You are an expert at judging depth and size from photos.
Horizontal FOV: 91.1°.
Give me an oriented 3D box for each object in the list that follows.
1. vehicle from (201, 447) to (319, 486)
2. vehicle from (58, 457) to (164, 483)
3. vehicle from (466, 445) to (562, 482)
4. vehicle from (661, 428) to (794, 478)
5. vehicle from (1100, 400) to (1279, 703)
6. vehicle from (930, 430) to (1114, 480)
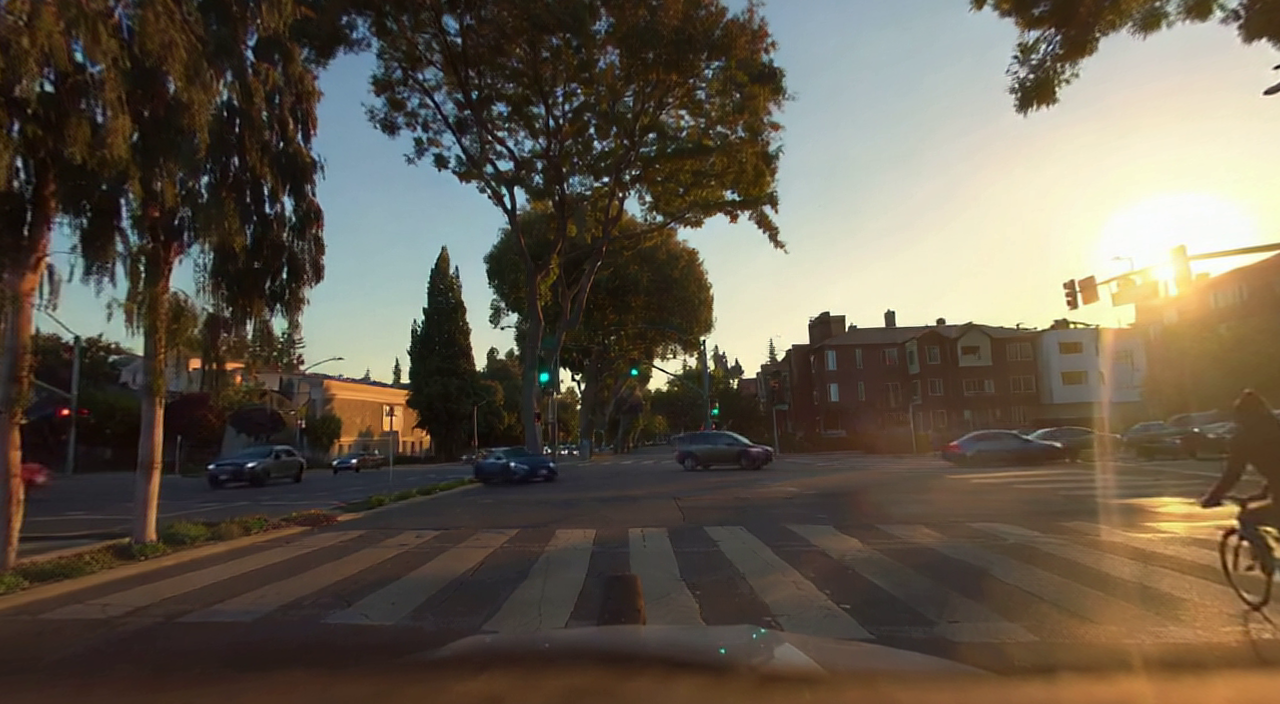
[{"bbox_3d":[-15.504,4.654,25.948,1.981,1.438,4.607,0,-8,0],"label":"vehicle"},{"bbox_3d":[-32.573,7.233,38.773,2.074,1.429,4.532,-6,-10,36],"label":"vehicle"},{"bbox_3d":[-4.991,4.313,24.593,1.921,1.304,4.050,7,-11,-40],"label":"vehicle"},{"bbox_3d":[3.543,4.145,26.023,4.958,1.842,2.276,-7,-11,39],"label":"vehicle"},{"bbox_3d":[3.090,0.672,0.566,1.990,1.454,4.490,0,-8,1],"label":"vehicle"},{"bbox_3d":[12.643,3.465,21.251,5.017,1.515,2.006,-4,-9,23],"label":"vehicle"}]
